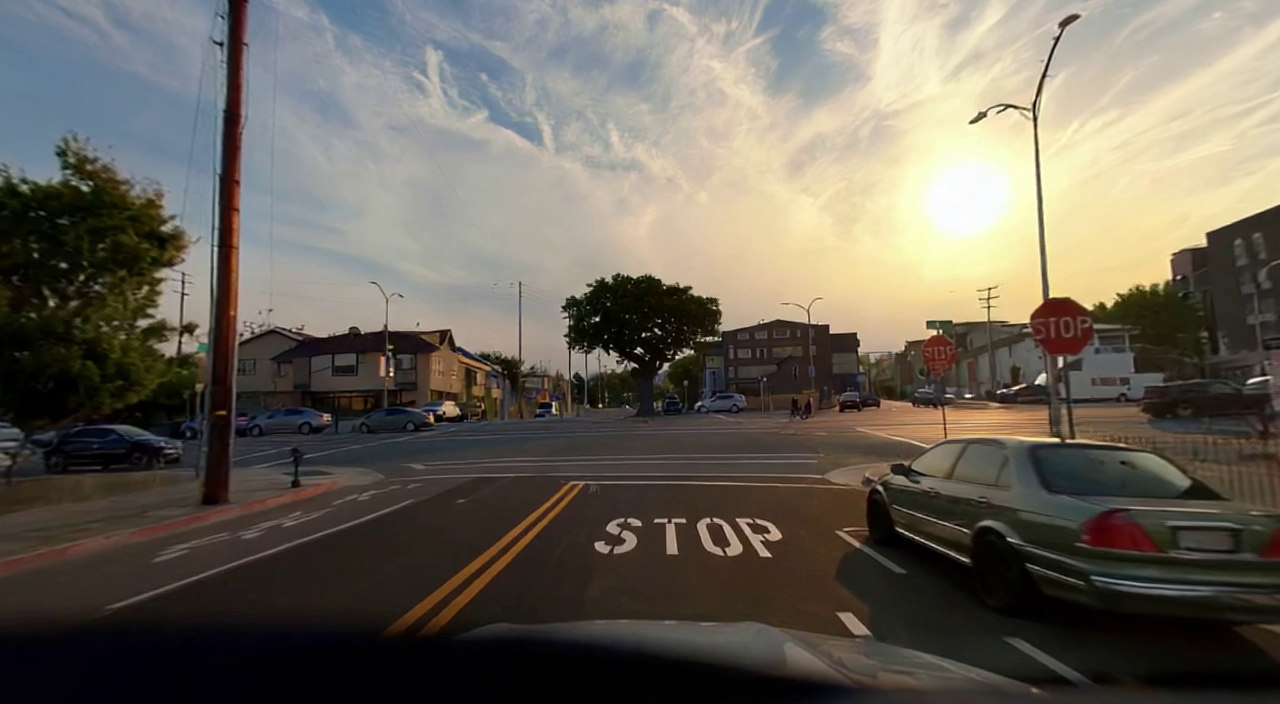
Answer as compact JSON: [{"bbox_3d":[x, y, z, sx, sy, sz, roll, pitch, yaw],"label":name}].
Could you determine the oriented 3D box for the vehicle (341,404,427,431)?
[{"bbox_3d":[-14.833,3.827,36.612,4.233,1.432,1.755,-2,-9,10],"label":"vehicle"}]

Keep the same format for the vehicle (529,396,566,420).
[{"bbox_3d":[-6.427,3.872,44.202,2.156,1.620,4.945,0,-4,-4],"label":"vehicle"}]

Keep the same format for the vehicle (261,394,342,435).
[{"bbox_3d":[-19.965,3.728,37.277,3.506,2.261,2.158,-2,-8,9],"label":"vehicle"}]

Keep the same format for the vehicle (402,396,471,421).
[{"bbox_3d":[-15.437,4.347,48.063,2.010,1.583,4.582,-7,-11,37],"label":"vehicle"}]

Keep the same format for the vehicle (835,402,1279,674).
[{"bbox_3d":[3.571,1.346,5.739,2.025,1.492,4.291,0,-8,-3],"label":"vehicle"}]

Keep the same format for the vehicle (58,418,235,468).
[{"bbox_3d":[-16.760,3.114,21.531,4.525,1.596,2.085,-2,-8,8],"label":"vehicle"}]
